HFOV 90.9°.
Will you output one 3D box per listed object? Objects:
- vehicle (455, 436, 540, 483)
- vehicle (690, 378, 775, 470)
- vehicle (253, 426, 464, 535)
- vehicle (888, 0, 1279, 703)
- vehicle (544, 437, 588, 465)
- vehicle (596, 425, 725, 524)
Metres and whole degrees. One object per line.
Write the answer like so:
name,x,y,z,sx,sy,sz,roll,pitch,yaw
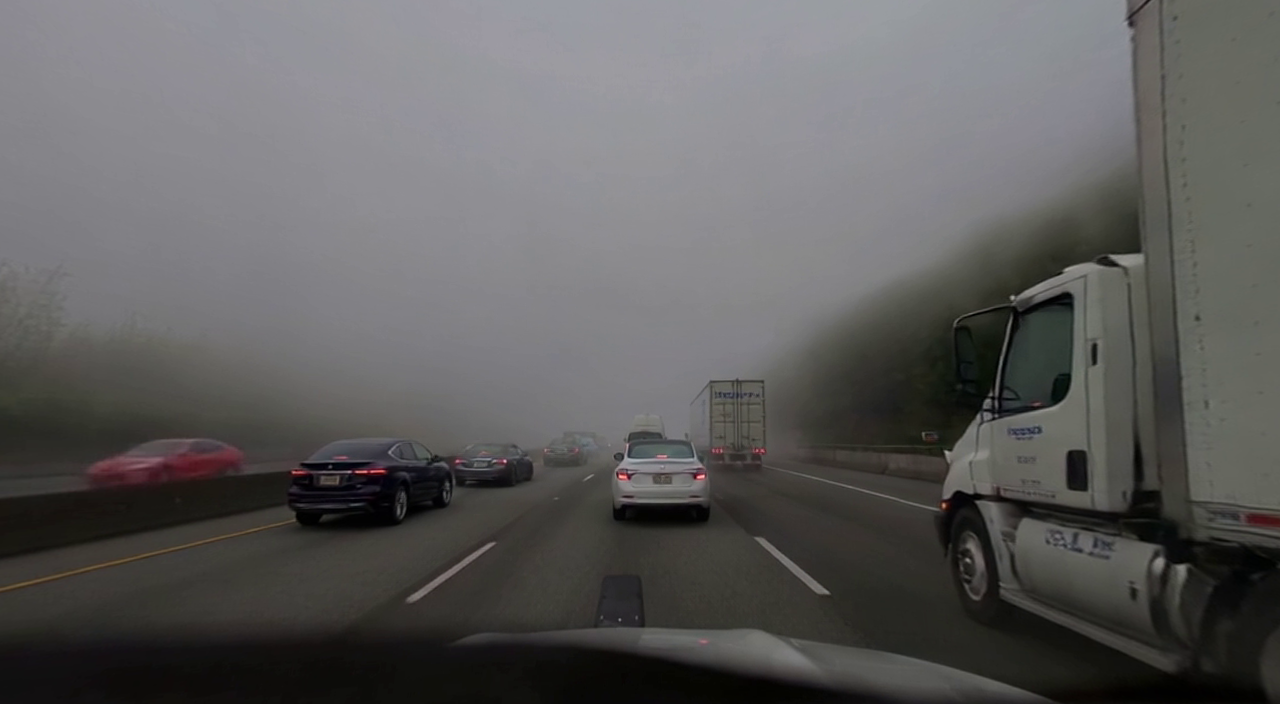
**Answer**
vehicle,-4.769,3.622,21.649,1.880,1.458,3.978,0,-8,1
vehicle,4.682,4.143,35.270,2.892,4.101,14.252,0,-8,1
vehicle,-4.475,2.048,10.729,1.821,1.514,3.677,0,-8,1
vehicle,4.018,-0.107,3.213,2.982,3.860,6.011,0,-8,0
vehicle,-4.218,5.662,36.480,1.887,1.493,4.411,0,-8,2
vehicle,0.324,2.134,11.550,1.973,1.505,3.568,0,-8,0
